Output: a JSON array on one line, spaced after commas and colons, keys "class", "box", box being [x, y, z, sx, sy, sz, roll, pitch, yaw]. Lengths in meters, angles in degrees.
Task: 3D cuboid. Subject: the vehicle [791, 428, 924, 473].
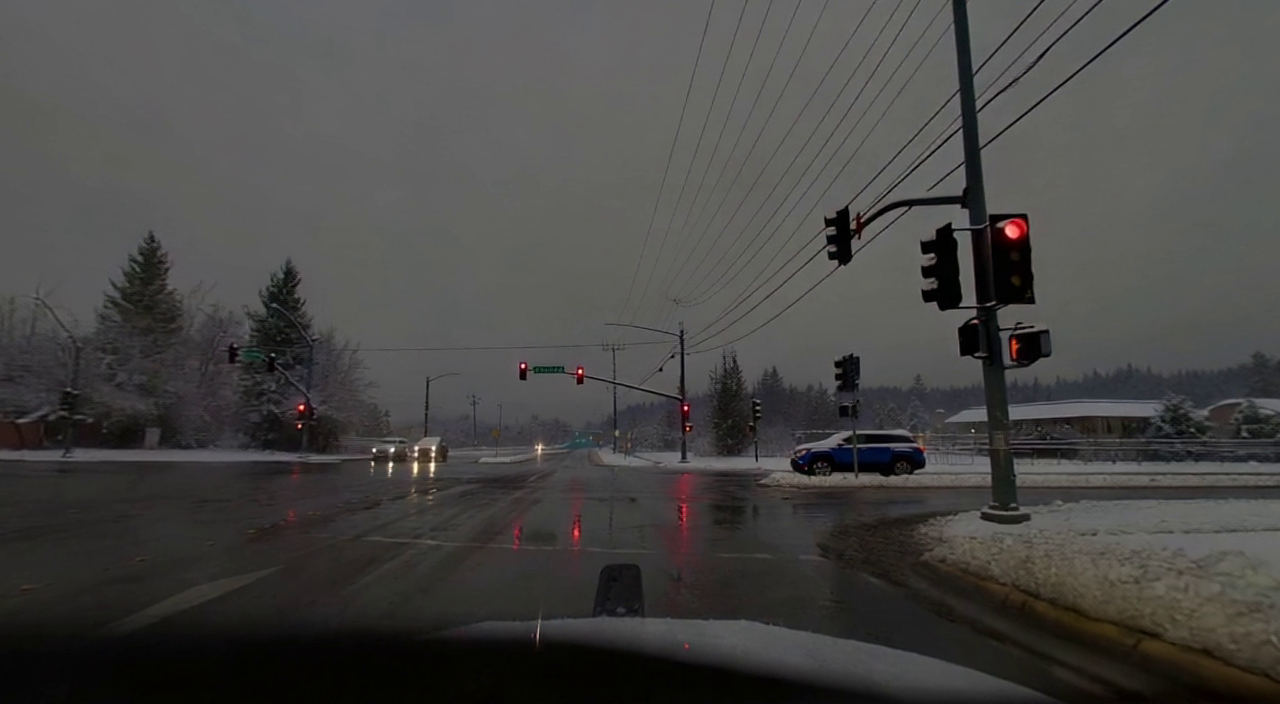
[{"class": "vehicle", "box": [8.710, 4.014, 25.722, 4.884, 1.714, 2.021, -2, -9, 12]}]
